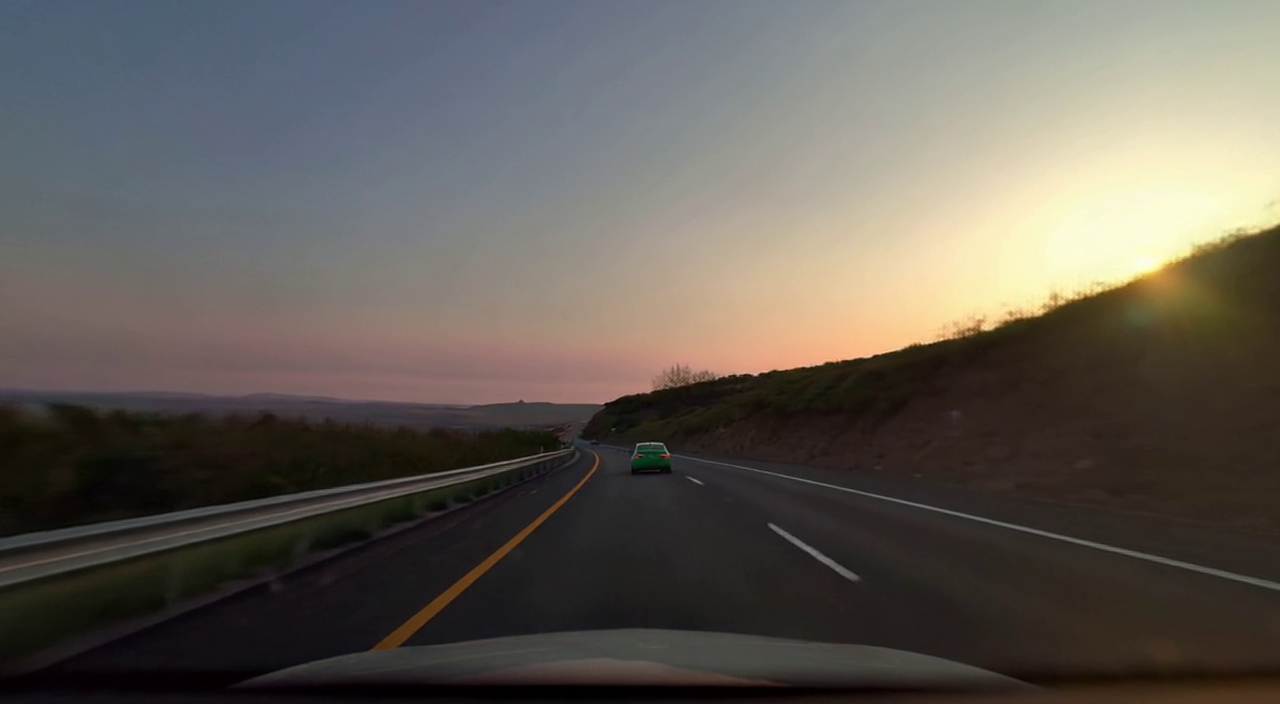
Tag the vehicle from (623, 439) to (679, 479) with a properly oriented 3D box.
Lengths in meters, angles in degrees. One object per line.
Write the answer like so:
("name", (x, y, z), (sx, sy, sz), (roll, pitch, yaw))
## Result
("vehicle", (0.364, 4.328, 25.719), (2.029, 1.474, 4.183), (0, -8, -2))
